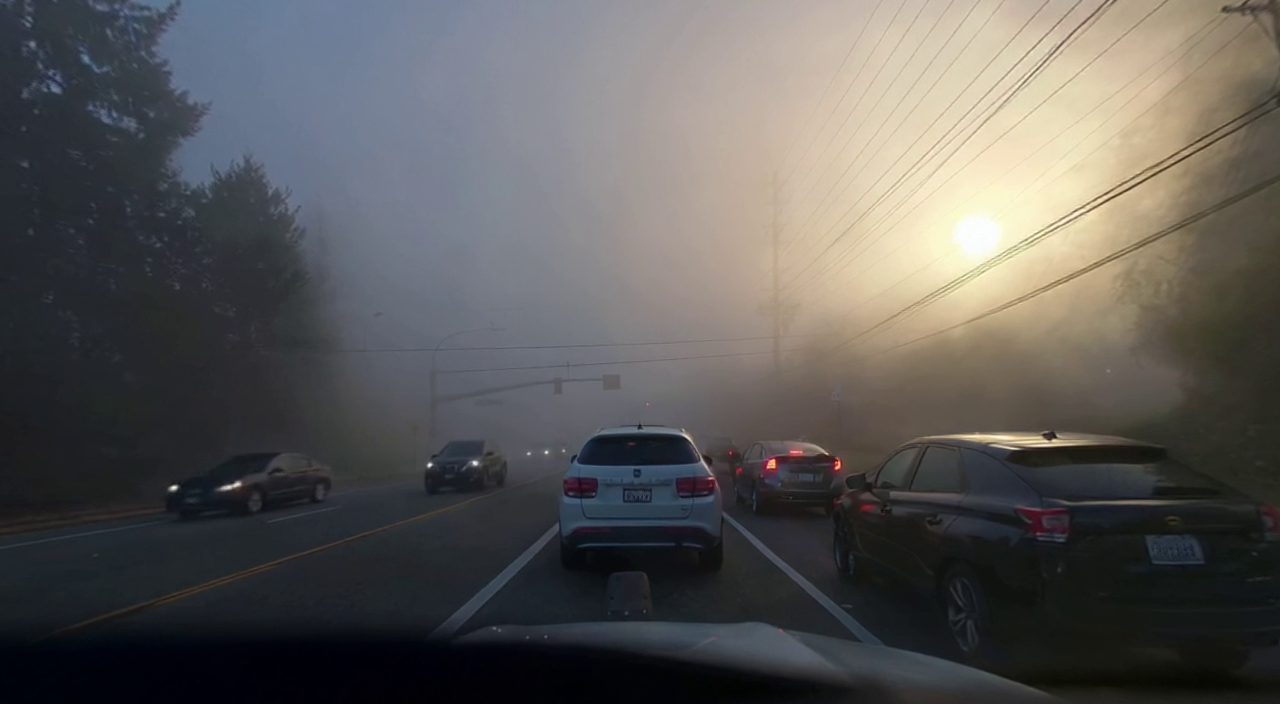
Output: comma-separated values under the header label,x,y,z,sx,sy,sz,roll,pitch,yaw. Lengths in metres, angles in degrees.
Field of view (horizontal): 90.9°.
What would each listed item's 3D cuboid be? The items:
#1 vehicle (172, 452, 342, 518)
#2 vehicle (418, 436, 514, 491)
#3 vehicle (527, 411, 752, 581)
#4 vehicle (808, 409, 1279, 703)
label,x,y,z,sx,sy,sz,roll,pitch,yaw
vehicle,-9.993,3.459,16.908,1.921,1.471,4.137,0,-8,1
vehicle,-6.084,3.951,22.644,2.068,1.739,4.572,0,-8,1
vehicle,0.007,1.722,8.323,2.200,1.653,4.127,0,-8,0
vehicle,2.885,1.316,4.980,1.950,1.487,4.275,0,-8,0
